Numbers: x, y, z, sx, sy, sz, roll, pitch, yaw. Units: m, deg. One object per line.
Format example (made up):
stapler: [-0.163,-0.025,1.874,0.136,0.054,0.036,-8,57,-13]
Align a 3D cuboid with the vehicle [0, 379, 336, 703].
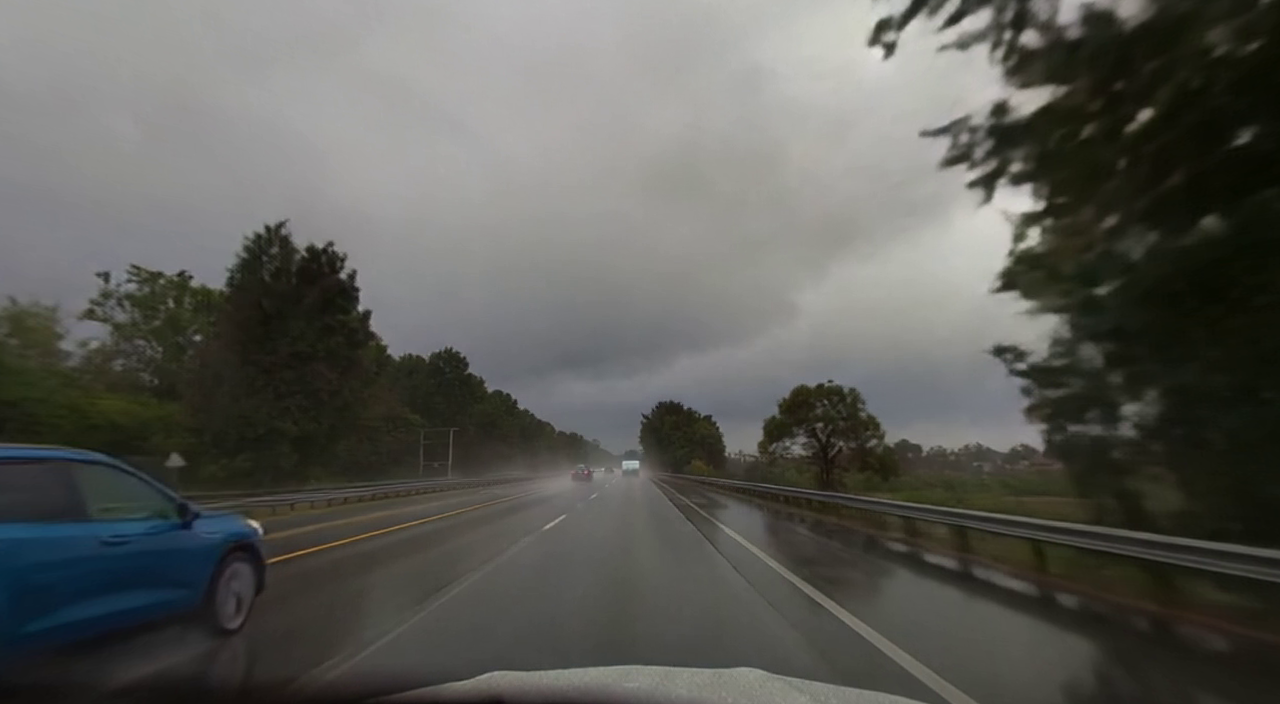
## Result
vehicle: [-3.869,1.063,3.335,2.123,1.666,4.709,1,-10,0]

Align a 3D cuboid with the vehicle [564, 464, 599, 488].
vehicle: [-4.100,8.790,44.884,2.068,1.592,4.479,1,-10,0]
